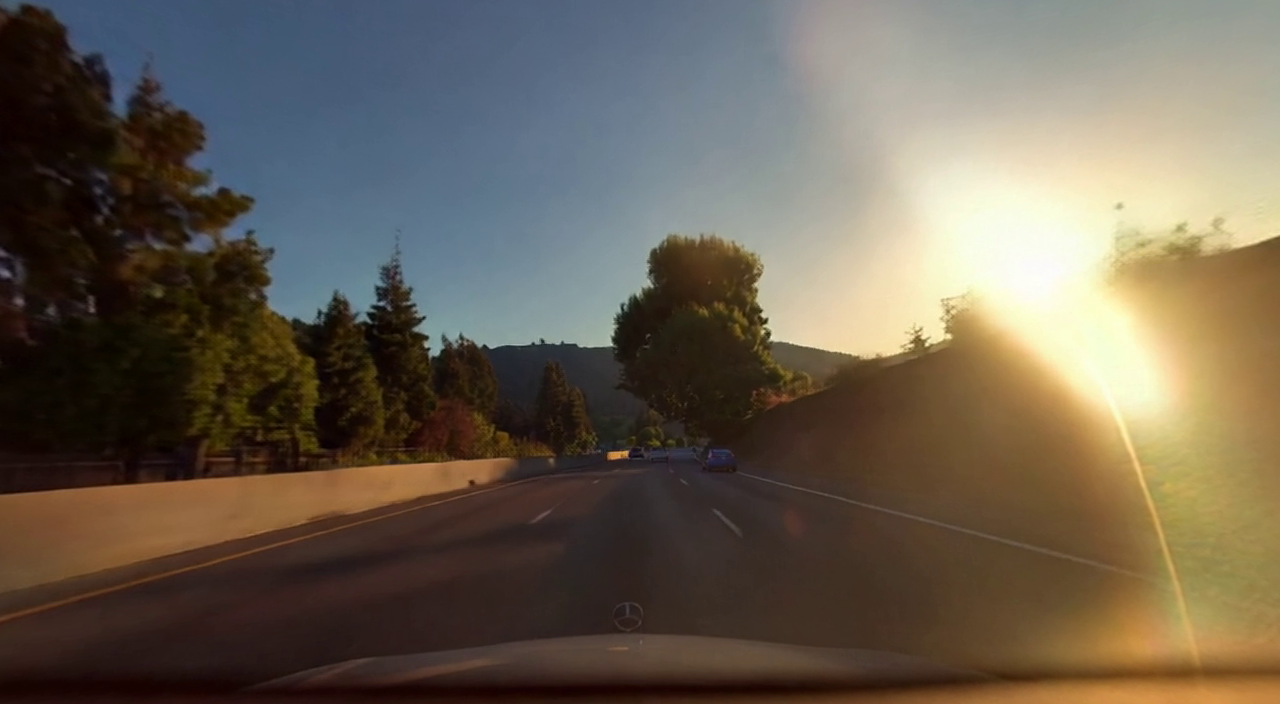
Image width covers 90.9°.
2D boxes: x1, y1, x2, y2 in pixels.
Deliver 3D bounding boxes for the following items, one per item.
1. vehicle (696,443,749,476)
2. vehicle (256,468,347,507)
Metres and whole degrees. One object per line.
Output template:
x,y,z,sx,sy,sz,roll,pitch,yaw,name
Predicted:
4.133,5.460,32.253,2.175,1.574,3.943,0,-9,0,vehicle
-15.318,6.115,28.776,1.779,1.467,4.371,0,-9,-1,vehicle
